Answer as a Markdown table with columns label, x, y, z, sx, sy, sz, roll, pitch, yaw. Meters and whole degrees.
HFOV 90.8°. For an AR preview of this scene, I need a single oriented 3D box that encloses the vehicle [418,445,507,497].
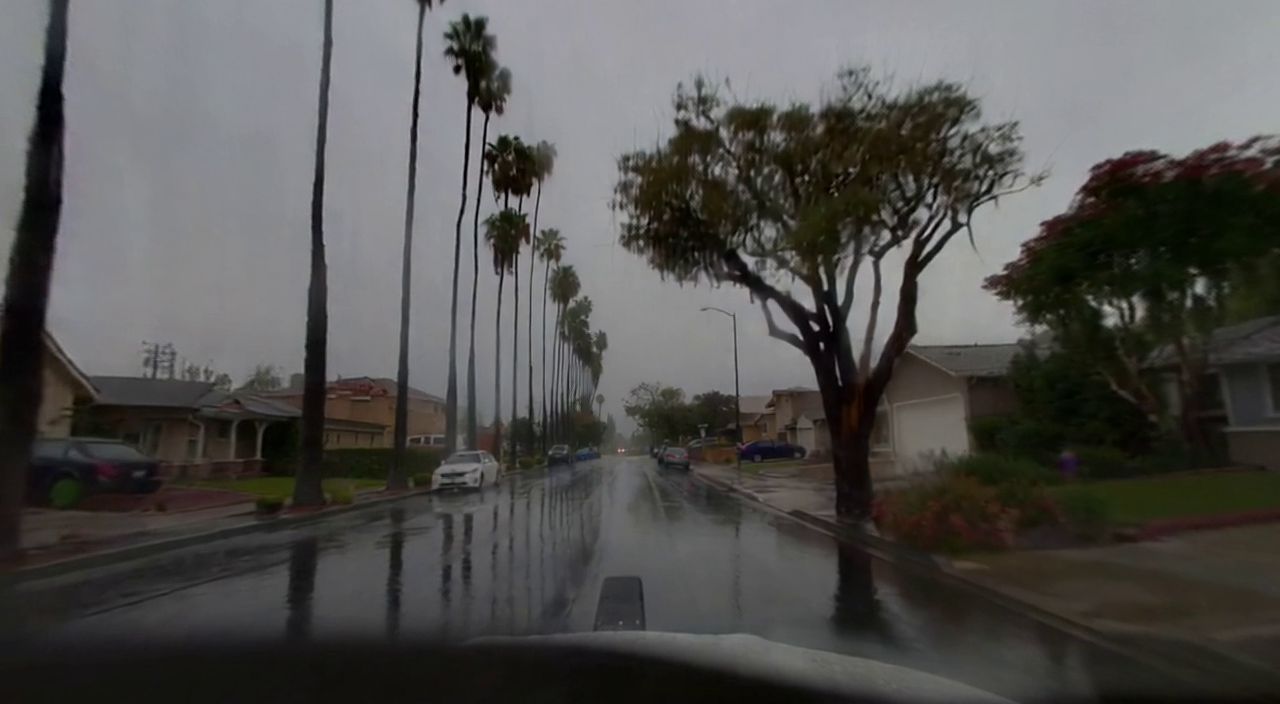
| label | x | y | z | sx | sy | sz | roll | pitch | yaw |
| --- | --- | --- | --- | --- | --- | --- | --- | --- | --- |
| vehicle | -5.972 | 4.029 | 21.832 | 1.949 | 1.511 | 4.466 | 0 | -8 | -2 |

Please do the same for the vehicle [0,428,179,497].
| label | x | y | z | sx | sy | sz | roll | pitch | yaw |
| --- | --- | --- | --- | --- | --- | --- | --- | --- | --- |
| vehicle | -13.233 | 2.435 | 14.094 | 4.283 | 1.400 | 1.926 | 0 | -8 | -2 |

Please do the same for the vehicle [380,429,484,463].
| label | x | y | z | sx | sy | sz | roll | pitch | yaw |
| --- | --- | --- | --- | --- | --- | --- | --- | --- | --- |
| vehicle | -12.315 | 5.623 | 37.787 | 5.340 | 1.948 | 2.398 | 0 | -8 | -1 |

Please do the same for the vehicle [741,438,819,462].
| label | x | y | z | sx | sy | sz | roll | pitch | yaw |
| --- | --- | --- | --- | --- | --- | --- | --- | --- | --- |
| vehicle | 9.022 | 6.348 | 41.037 | 4.643 | 1.520 | 1.826 | 0 | -8 | 1 |

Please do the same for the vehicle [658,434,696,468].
| label | x | y | z | sx | sy | sz | roll | pitch | yaw |
| --- | --- | --- | --- | --- | --- | --- | --- | --- | --- |
| vehicle | 2.373 | 6.579 | 42.074 | 2.184 | 2.038 | 6.212 | 0 | -8 | 0 |
